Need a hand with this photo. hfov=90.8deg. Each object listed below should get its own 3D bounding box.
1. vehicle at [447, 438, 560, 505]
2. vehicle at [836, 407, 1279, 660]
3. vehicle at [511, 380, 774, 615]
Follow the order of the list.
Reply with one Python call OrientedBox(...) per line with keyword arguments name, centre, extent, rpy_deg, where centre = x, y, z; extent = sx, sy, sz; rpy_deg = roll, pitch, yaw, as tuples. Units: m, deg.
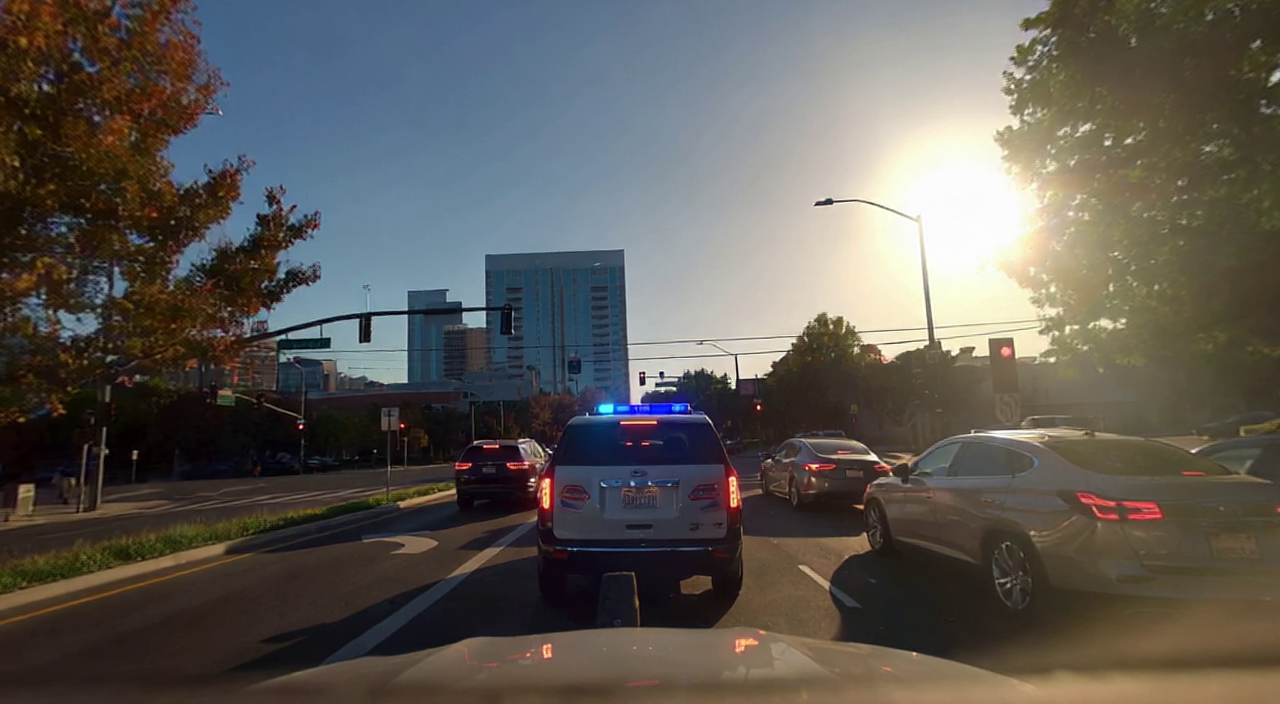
OrientedBox(name="vehicle", centre=(-3.301, 2.978, 16.206), extent=(1.913, 1.464, 4.276), rpy_deg=(0, -8, 0))
OrientedBox(name="vehicle", centre=(3.653, 1.408, 6.074), extent=(1.995, 1.483, 4.533), rpy_deg=(0, -8, -1))
OrientedBox(name="vehicle", centre=(-0.028, 1.459, 7.259), extent=(2.038, 1.819, 4.505), rpy_deg=(0, -8, -1))
